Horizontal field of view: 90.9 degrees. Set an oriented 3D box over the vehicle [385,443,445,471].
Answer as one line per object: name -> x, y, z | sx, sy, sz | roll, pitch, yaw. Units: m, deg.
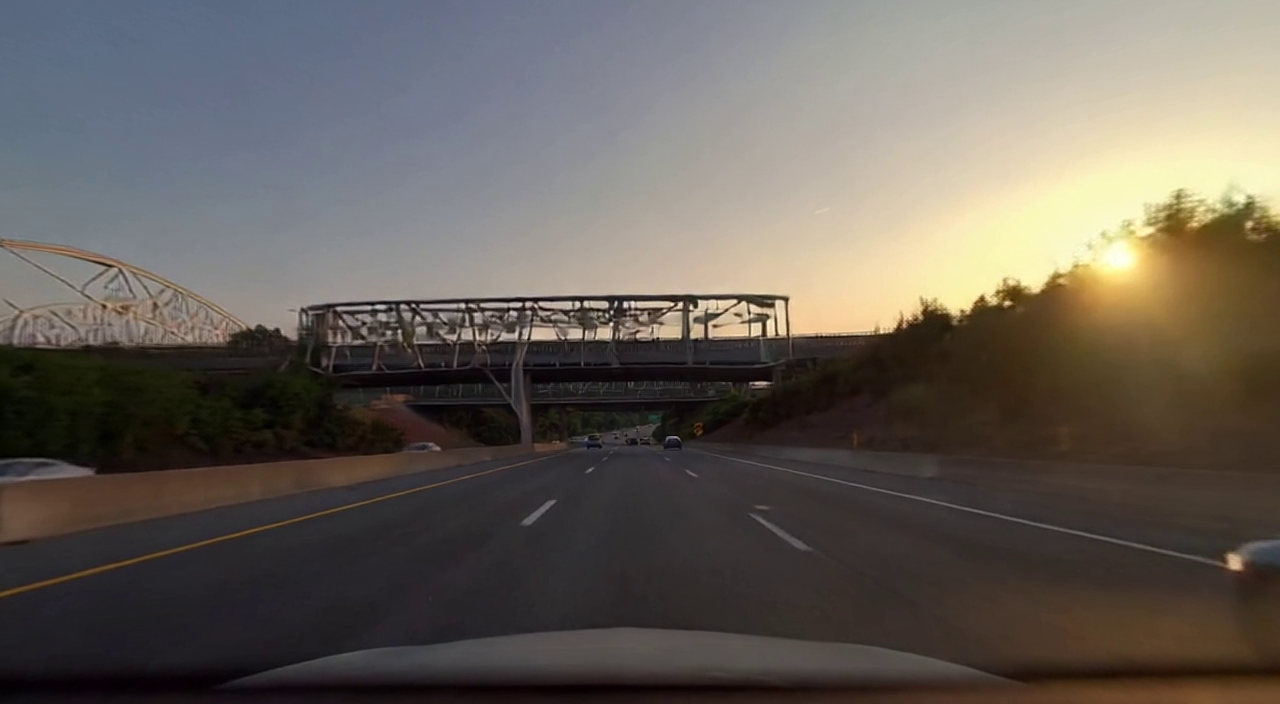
vehicle -> -13.071, 6.077, 36.842 | 1.885, 1.481, 4.510 | 0, -8, -1
